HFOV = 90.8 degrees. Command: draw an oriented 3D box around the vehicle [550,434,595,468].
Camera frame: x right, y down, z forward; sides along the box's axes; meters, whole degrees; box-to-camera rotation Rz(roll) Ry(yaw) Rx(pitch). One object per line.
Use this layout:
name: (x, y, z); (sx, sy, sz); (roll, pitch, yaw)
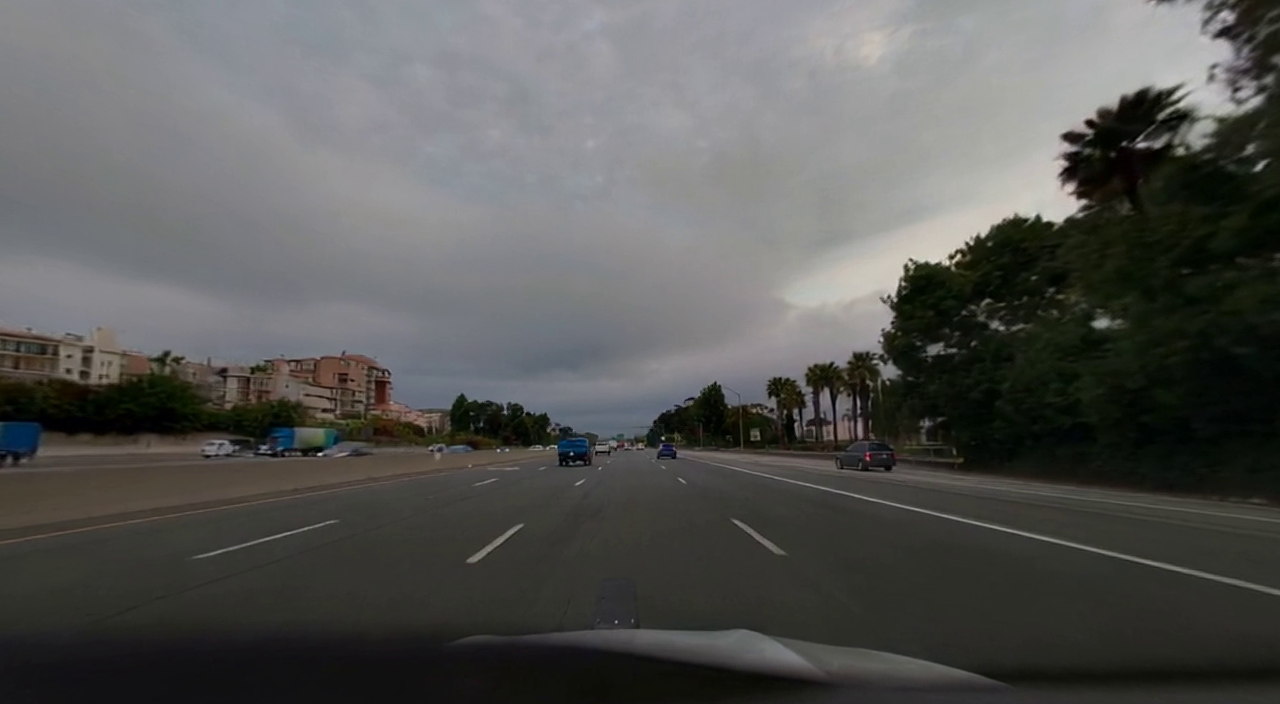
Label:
vehicle: (-4.056, 6.033, 38.564); (2.225, 1.967, 4.673); (0, -9, 0)

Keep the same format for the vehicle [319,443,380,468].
vehicle: (-18.521, 6.601, 40.479); (1.864, 1.519, 4.366); (0, -9, 0)

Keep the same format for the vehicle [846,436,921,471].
vehicle: (13.547, 5.694, 35.501); (2.168, 1.792, 4.457); (0, -9, -4)
